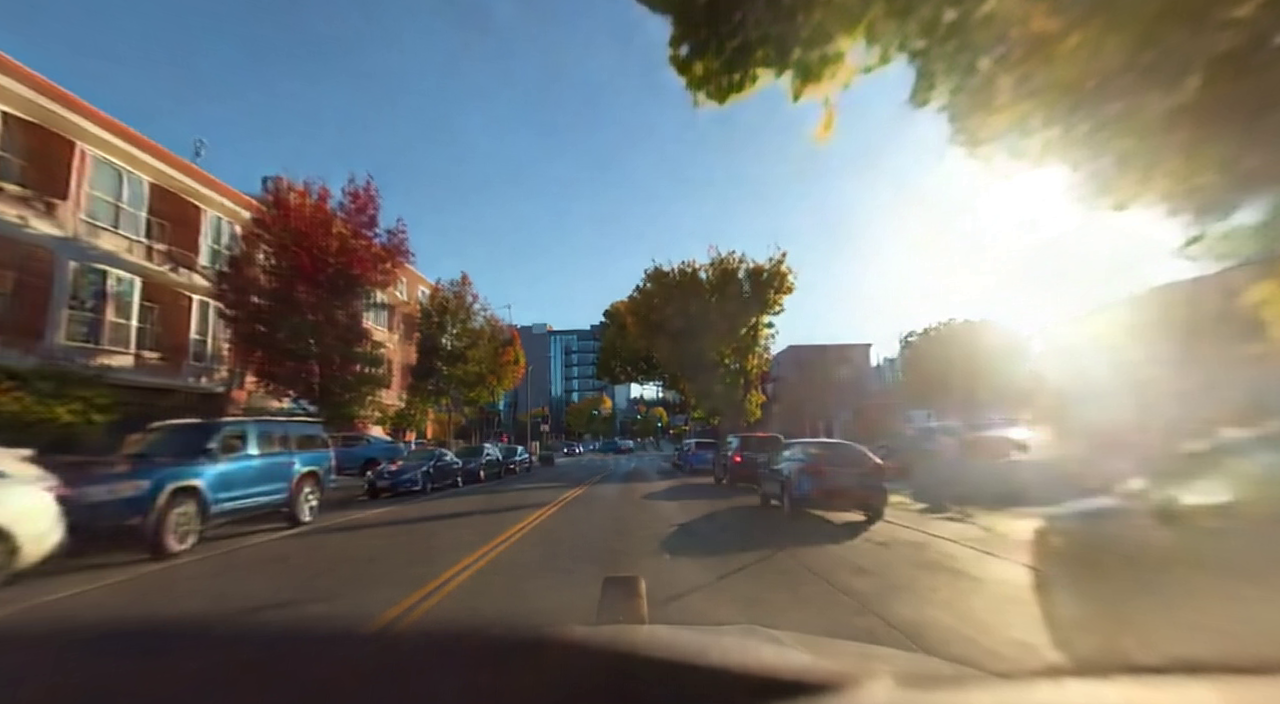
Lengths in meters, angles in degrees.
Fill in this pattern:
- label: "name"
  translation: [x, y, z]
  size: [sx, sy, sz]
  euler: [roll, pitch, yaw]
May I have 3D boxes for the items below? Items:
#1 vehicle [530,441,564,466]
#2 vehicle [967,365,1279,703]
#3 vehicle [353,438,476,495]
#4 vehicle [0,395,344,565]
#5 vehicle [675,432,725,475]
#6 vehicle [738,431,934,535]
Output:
- label: "vehicle"
  translation: [-6.971, 7.635, 47.861]
  size: [1.893, 1.758, 4.019]
  euler: [0, -8, 0]
- label: "vehicle"
  translation: [3.383, 0.919, 2.620]
  size: [1.828, 1.664, 4.035]
  euler: [0, -8, -1]
- label: "vehicle"
  translation: [-6.622, 3.377, 19.172]
  size: [1.913, 1.479, 4.714]
  euler: [0, -8, 1]
- label: "vehicle"
  translation: [-6.693, 1.814, 9.806]
  size: [2.008, 1.969, 4.740]
  euler: [0, -8, -2]
- label: "vehicle"
  translation: [2.711, 4.668, 29.461]
  size: [1.954, 1.845, 4.682]
  euler: [0, -8, 1]
- label: "vehicle"
  translation: [3.181, 2.203, 11.483]
  size: [1.908, 1.461, 4.873]
  euler: [0, -8, -1]
